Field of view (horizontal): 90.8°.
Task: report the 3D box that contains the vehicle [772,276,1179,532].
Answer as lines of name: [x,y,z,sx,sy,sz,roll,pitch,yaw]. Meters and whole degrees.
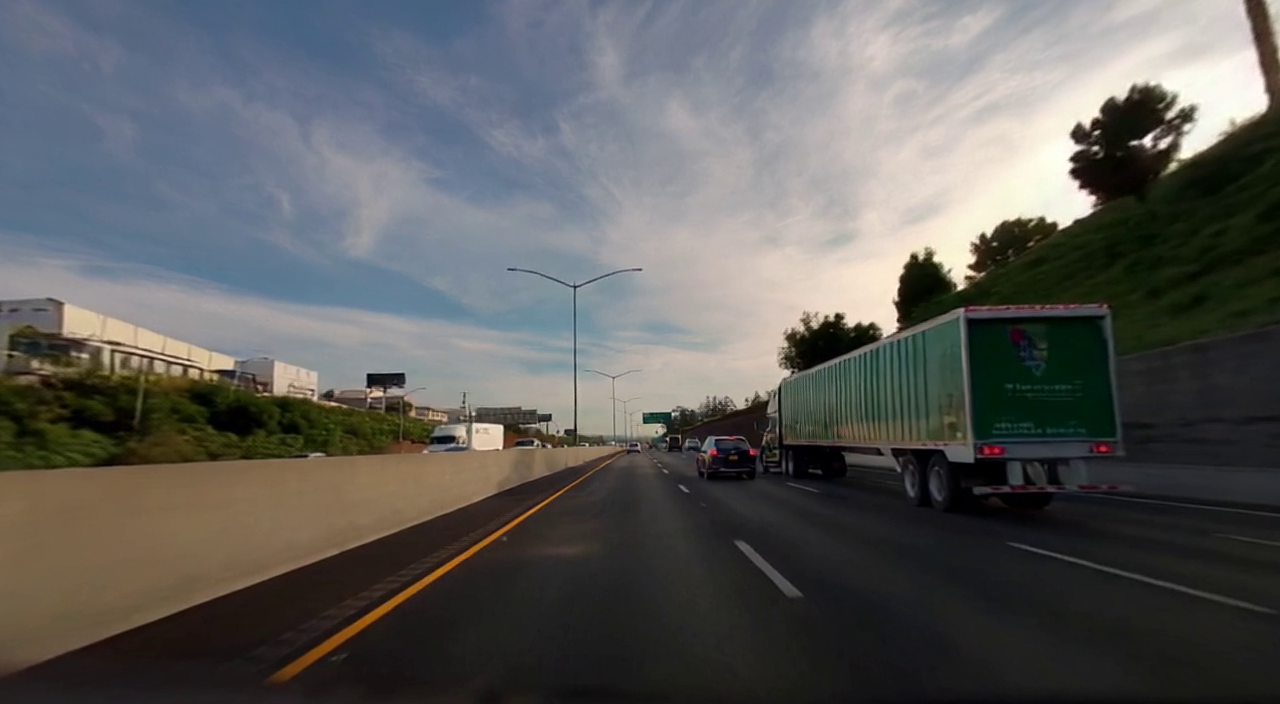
vehicle: [6.775,1.848,17.299,2.864,4.060,14.637,0,-8,-1]

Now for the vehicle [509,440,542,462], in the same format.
vehicle: [-7.786,6.749,43.255,1.613,1.392,3.376,0,-8,1]

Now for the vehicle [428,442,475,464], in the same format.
vehicle: [-14.666,7.900,49.492,1.937,1.618,5.347,0,-9,1]

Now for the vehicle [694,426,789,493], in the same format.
vehicle: [2.832,3.133,18.701,1.973,1.710,4.476,0,-8,-1]
